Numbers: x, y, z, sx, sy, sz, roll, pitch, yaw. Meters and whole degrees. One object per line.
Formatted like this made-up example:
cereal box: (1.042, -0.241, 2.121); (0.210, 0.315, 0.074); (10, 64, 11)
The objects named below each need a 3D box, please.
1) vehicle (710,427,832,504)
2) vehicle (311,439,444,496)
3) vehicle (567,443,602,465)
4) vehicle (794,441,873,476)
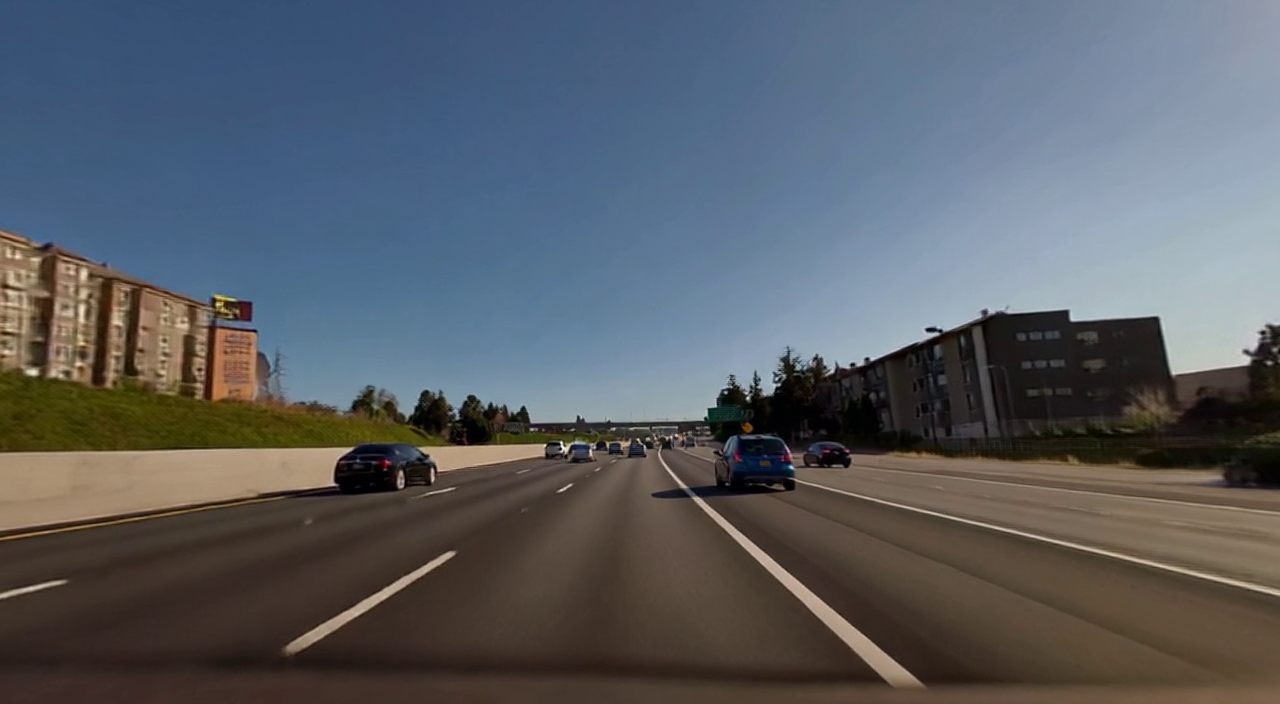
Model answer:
vehicle: (3.154, 2.842, 16.228); (2.080, 1.694, 4.286); (0, -9, -1)
vehicle: (-7.663, 3.399, 19.041); (2.021, 1.496, 4.495); (0, -9, 1)
vehicle: (-3.781, 6.999, 43.525); (2.002, 1.466, 4.378); (0, -9, 0)
vehicle: (8.660, 4.790, 28.710); (2.061, 1.459, 4.273); (0, -9, -3)
